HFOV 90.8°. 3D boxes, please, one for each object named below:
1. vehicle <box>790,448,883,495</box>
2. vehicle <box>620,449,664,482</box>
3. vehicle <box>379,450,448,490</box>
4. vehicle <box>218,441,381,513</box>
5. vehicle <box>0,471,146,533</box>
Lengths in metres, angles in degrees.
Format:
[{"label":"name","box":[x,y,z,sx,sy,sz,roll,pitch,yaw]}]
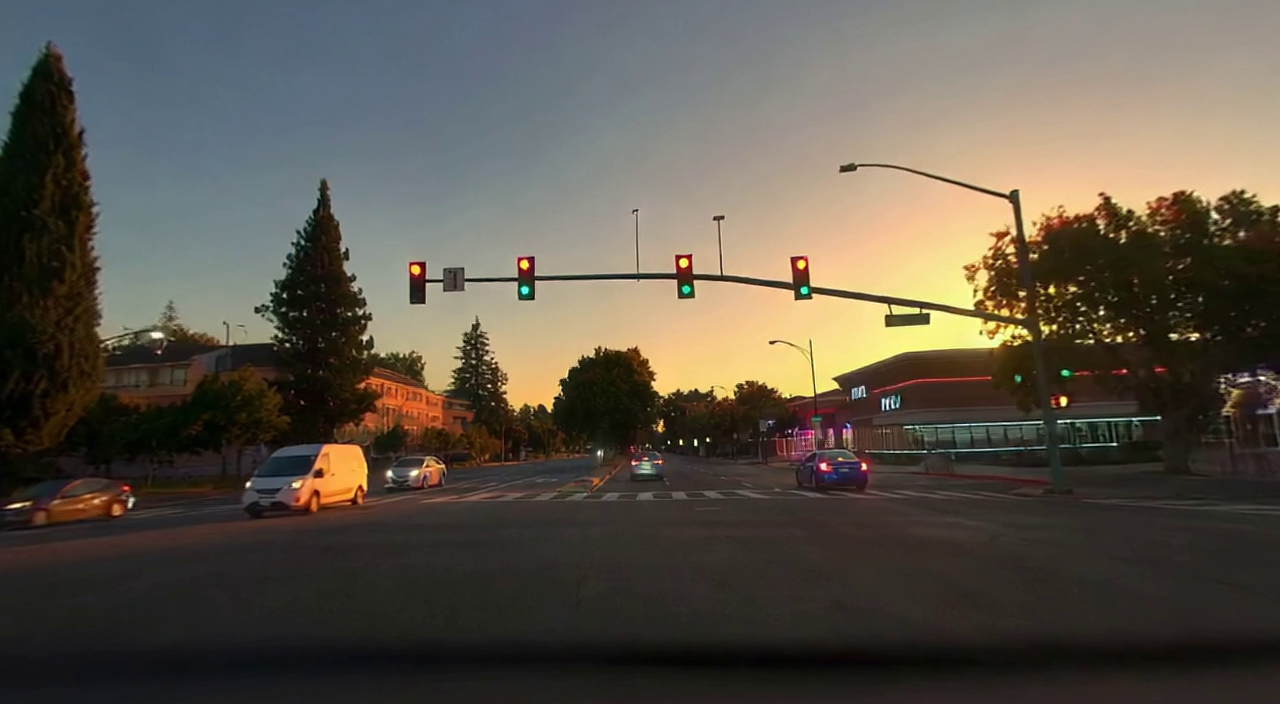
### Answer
[{"label":"vehicle","box":[6.684,4.081,21.983,1.849,1.464,4.119,0,-8,-1]},{"label":"vehicle","box":[0.067,5.622,31.479,2.027,1.494,3.942,0,-8,-1]},{"label":"vehicle","box":[-10.968,5.735,30.958,1.911,1.779,4.067,0,-8,-1]},{"label":"vehicle","box":[-10.938,4.003,20.959,2.345,2.052,5.396,0,-8,0]},{"label":"vehicle","box":[-17.788,4.431,19.157,1.857,1.433,4.465,0,-8,2]}]
